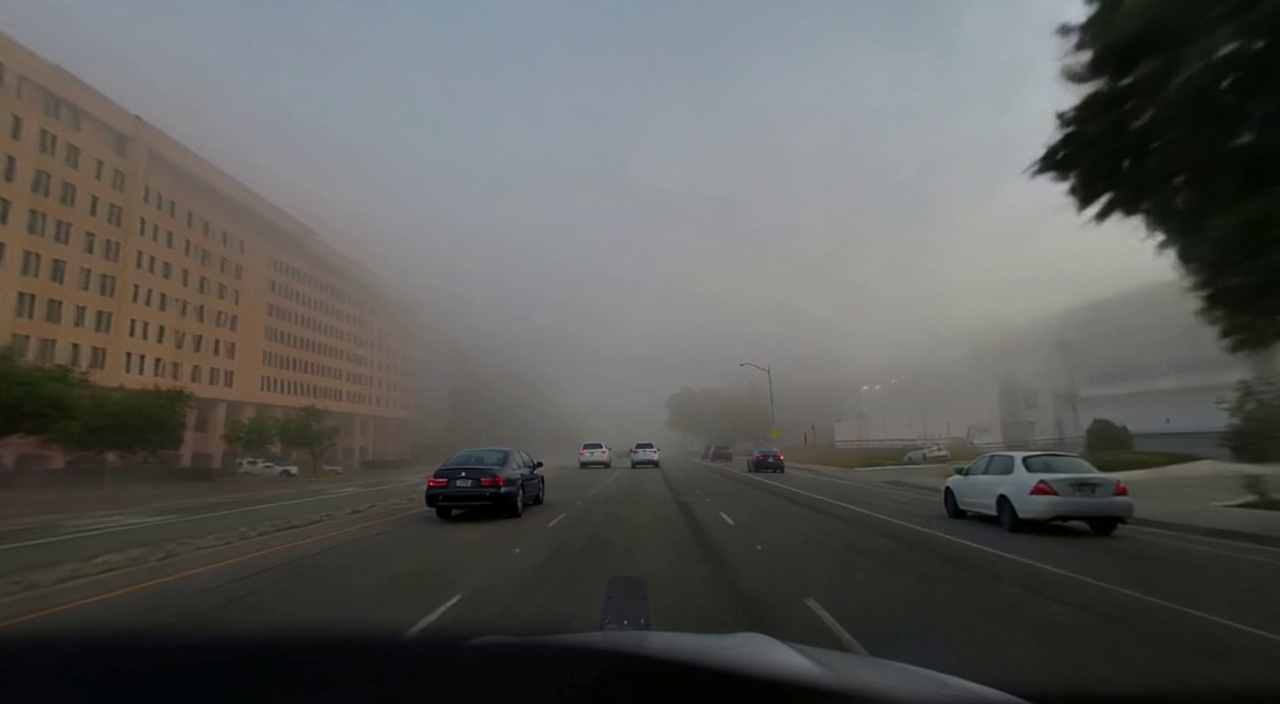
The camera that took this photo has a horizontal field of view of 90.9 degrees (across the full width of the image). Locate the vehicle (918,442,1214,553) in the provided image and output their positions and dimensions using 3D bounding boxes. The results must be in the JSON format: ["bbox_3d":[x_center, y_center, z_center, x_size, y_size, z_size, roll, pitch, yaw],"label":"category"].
[{"bbox_3d":[6.758,2.296,10.815,1.865,1.458,4.605,0,-8,0],"label":"vehicle"}]

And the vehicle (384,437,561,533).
[{"bbox_3d":[-2.932,2.432,12.195,2.095,1.486,4.411,0,-8,2],"label":"vehicle"}]

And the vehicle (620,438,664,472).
[{"bbox_3d":[0.148,5.836,35.848,2.304,1.795,4.526,0,-8,1],"label":"vehicle"}]

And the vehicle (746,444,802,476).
[{"bbox_3d":[6.463,5.235,30.841,1.884,1.458,4.245,0,-8,2],"label":"vehicle"}]

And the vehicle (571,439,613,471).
[{"bbox_3d":[-2.860,6.281,38.606,2.117,1.799,4.442,0,-8,2],"label":"vehicle"}]
